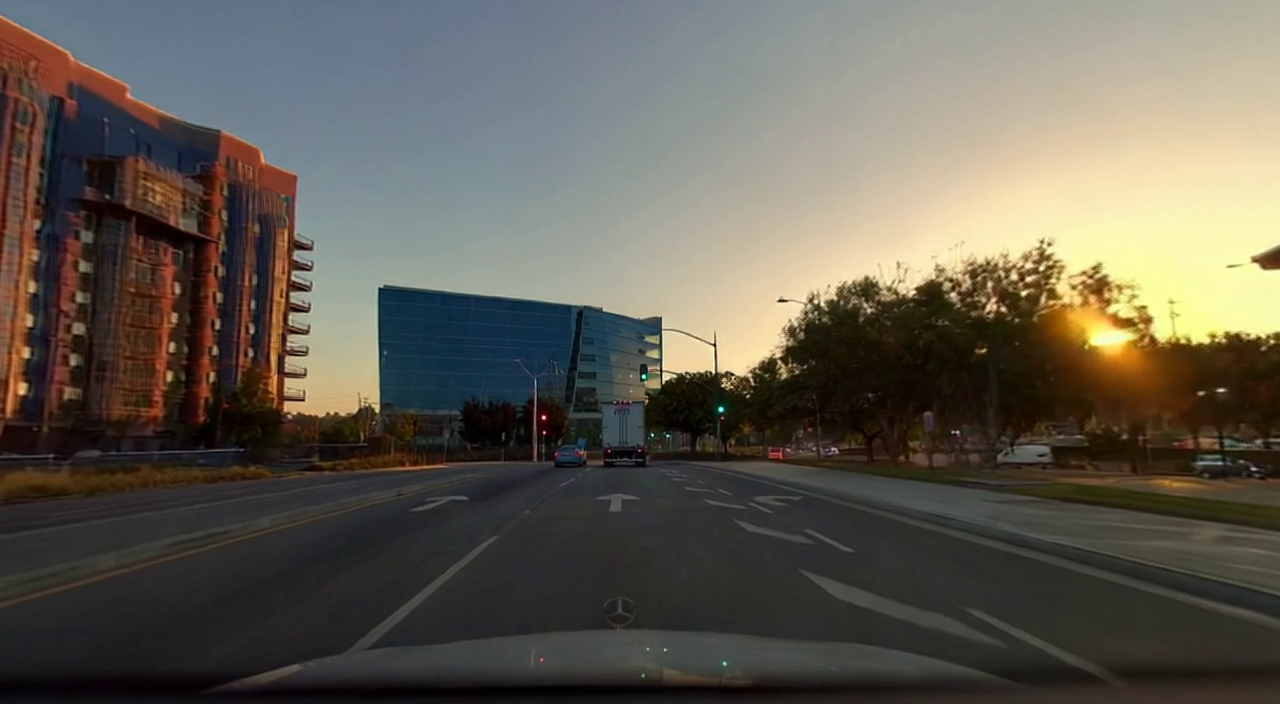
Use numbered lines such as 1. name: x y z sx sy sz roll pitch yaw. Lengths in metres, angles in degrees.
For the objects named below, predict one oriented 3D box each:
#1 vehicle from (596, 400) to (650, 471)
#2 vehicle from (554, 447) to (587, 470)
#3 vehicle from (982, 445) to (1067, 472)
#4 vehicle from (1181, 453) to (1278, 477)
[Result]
1. vehicle: -1.006 5.060 38.012 2.876 3.724 9.351 0 -8 -1
2. vehicle: -4.823 7.410 44.108 1.917 1.462 3.878 0 -8 -1
3. vehicle: 28.958 8.008 47.667 5.139 1.889 1.953 -4 -7 22
4. vehicle: 39.846 7.632 42.723 4.376 1.459 1.696 -4 -8 27
